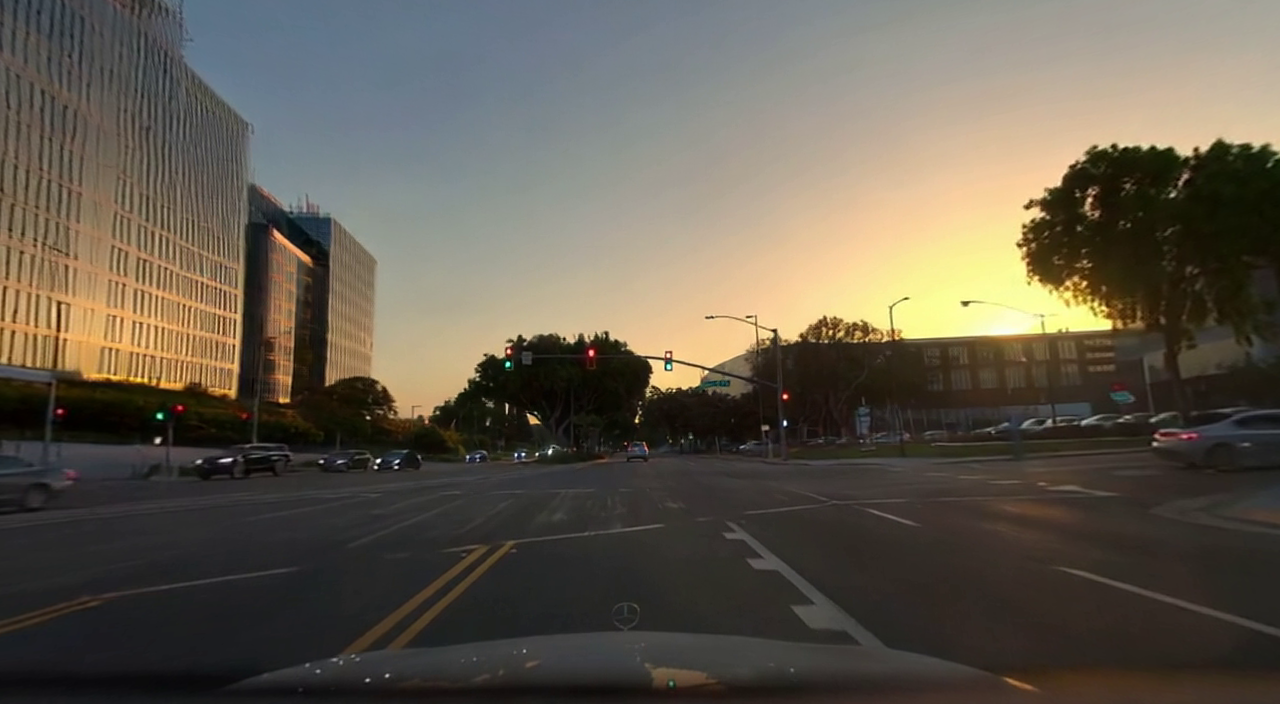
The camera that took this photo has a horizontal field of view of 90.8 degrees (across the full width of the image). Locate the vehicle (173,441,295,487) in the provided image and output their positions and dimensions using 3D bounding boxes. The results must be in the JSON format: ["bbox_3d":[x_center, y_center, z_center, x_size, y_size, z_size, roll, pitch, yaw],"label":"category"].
[{"bbox_3d":[-19.899,5.473,31.348,2.380,1.963,5.458,-2,-8,1],"label":"vehicle"}]

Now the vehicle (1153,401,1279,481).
[{"bbox_3d":[17.343,2.319,17.199,4.709,1.920,2.166,-4,-8,-1],"label":"vehicle"}]

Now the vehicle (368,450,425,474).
[{"bbox_3d":[-16.304,7.353,42.570,1.922,1.448,4.702,-1,-8,1],"label":"vehicle"}]

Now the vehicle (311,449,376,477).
[{"bbox_3d":[-19.666,7.338,42.190,2.093,1.654,4.601,-2,-8,0],"label":"vehicle"}]
